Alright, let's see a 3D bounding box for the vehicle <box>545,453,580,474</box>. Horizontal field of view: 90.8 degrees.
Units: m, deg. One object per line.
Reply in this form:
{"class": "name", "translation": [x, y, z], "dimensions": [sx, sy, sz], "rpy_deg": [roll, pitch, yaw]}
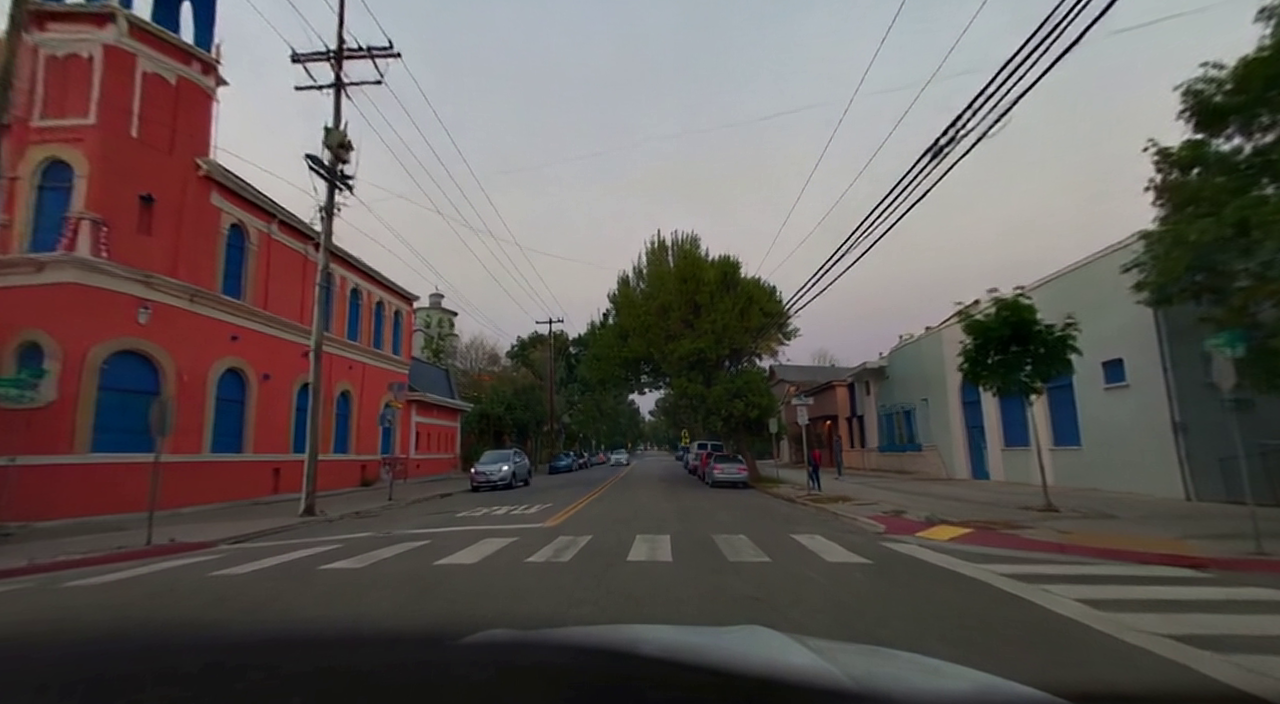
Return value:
{"class": "vehicle", "translation": [-5.750, 8.298, 47.212], "dimensions": [1.844, 1.486, 4.474], "rpy_deg": [0, -9, 2]}

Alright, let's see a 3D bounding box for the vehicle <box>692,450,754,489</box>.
{"class": "vehicle", "translation": [3.361, 4.848, 26.531], "dimensions": [1.966, 1.471, 4.552], "rpy_deg": [0, -9, 0]}

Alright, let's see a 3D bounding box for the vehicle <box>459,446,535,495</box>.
{"class": "vehicle", "translation": [-6.103, 5.051, 27.482], "dimensions": [2.140, 1.746, 4.385], "rpy_deg": [-4, -8, 2]}
